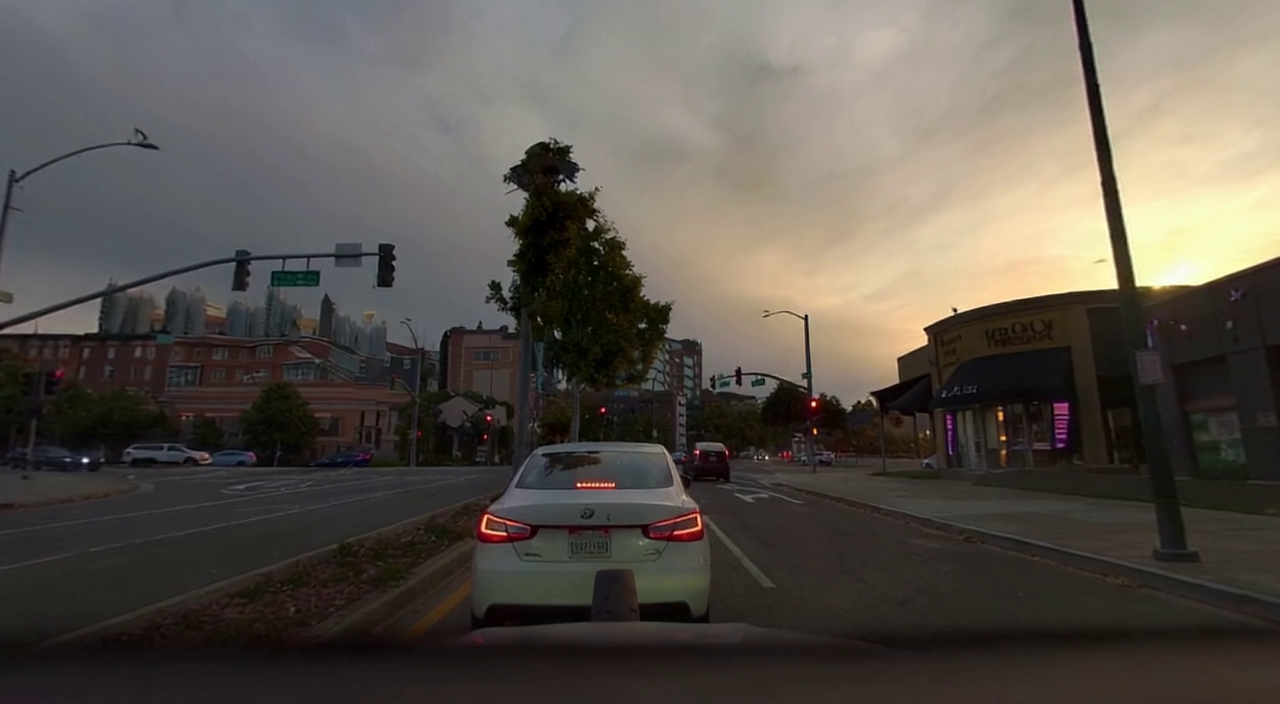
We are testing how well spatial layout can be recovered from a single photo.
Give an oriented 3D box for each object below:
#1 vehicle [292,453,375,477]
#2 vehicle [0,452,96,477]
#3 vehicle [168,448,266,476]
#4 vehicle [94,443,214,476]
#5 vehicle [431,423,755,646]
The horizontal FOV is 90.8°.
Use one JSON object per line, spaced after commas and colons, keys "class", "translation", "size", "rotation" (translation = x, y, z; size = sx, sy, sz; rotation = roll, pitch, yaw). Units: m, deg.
{"class": "vehicle", "translation": [-19.959, 7.364, 41.368], "size": [4.548, 1.449, 1.802], "rotation": [2, -9, -13]}
{"class": "vehicle", "translation": [-35.676, 6.733, 37.835], "size": [4.199, 1.432, 1.727], "rotation": [2, -9, -12]}
{"class": "vehicle", "translation": [-26.508, 6.891, 39.753], "size": [4.575, 1.718, 2.008], "rotation": [2, -9, -12]}
{"class": "vehicle", "translation": [-27.356, 6.075, 35.770], "size": [4.877, 1.754, 1.978], "rotation": [2, -9, -12]}
{"class": "vehicle", "translation": [-0.331, 1.551, 6.449], "size": [2.173, 1.479, 4.264], "rotation": [0, -9, 0]}
